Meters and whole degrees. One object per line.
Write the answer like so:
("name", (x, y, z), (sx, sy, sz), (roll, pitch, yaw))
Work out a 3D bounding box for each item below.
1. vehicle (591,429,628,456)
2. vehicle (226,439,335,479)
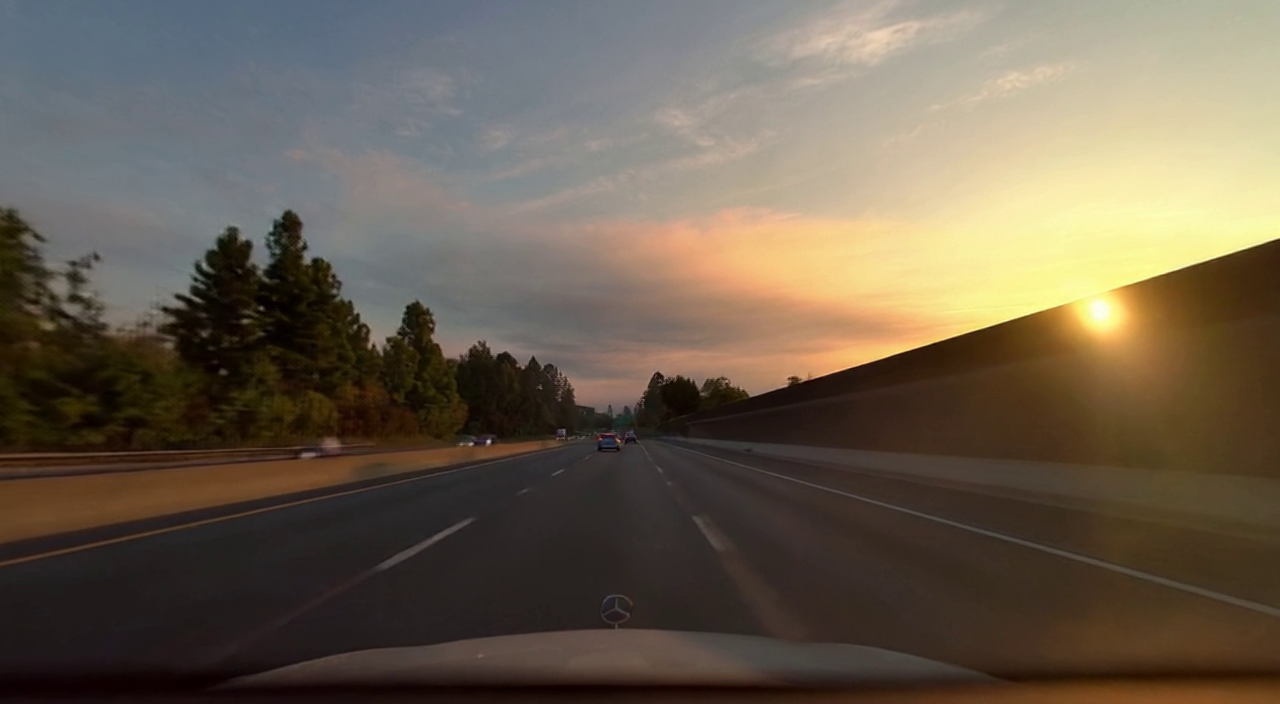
("vehicle", (-2.039, 6.206, 43.269), (2.306, 1.730, 4.606), (0, -8, 1))
("vehicle", (-14.455, 4.284, 25.689), (1.863, 1.439, 4.401), (0, -8, 0))
